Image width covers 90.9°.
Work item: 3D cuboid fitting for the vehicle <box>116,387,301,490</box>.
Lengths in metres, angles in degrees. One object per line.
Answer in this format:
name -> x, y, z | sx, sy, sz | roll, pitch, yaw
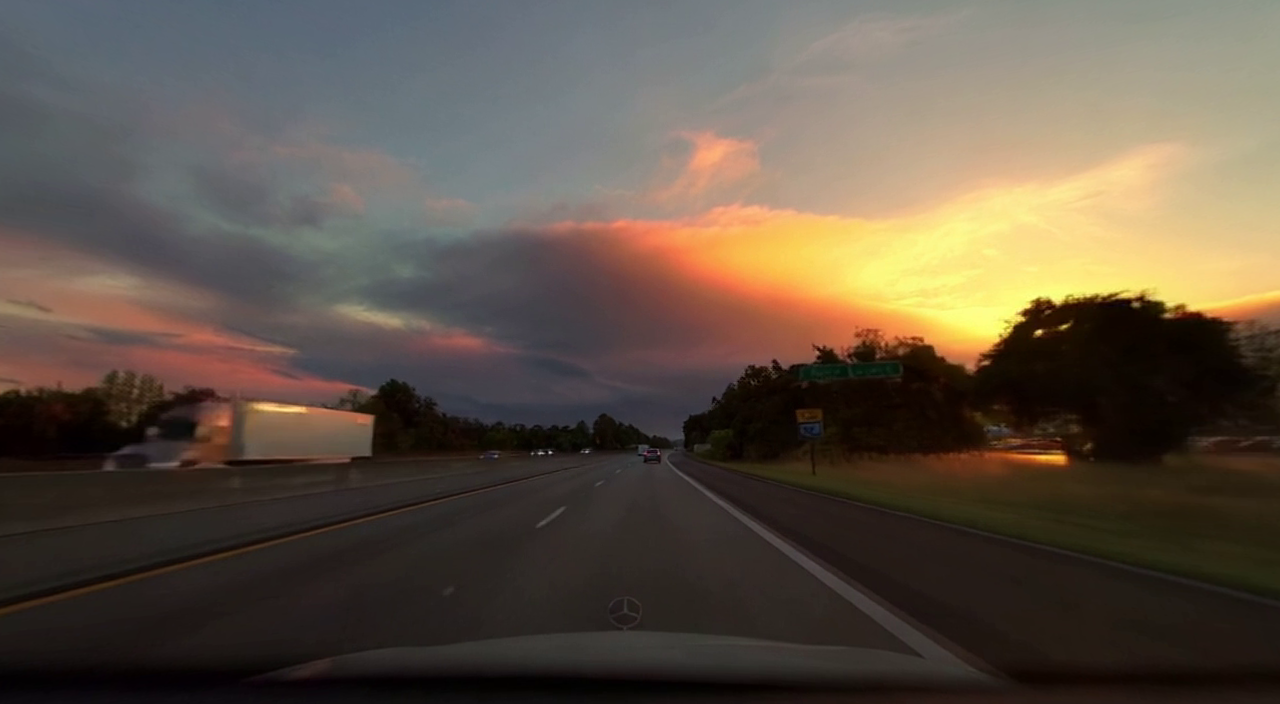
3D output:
vehicle -> -16.758, 3.496, 25.154 | 2.955, 3.577, 6.005 | 0, -9, 0
